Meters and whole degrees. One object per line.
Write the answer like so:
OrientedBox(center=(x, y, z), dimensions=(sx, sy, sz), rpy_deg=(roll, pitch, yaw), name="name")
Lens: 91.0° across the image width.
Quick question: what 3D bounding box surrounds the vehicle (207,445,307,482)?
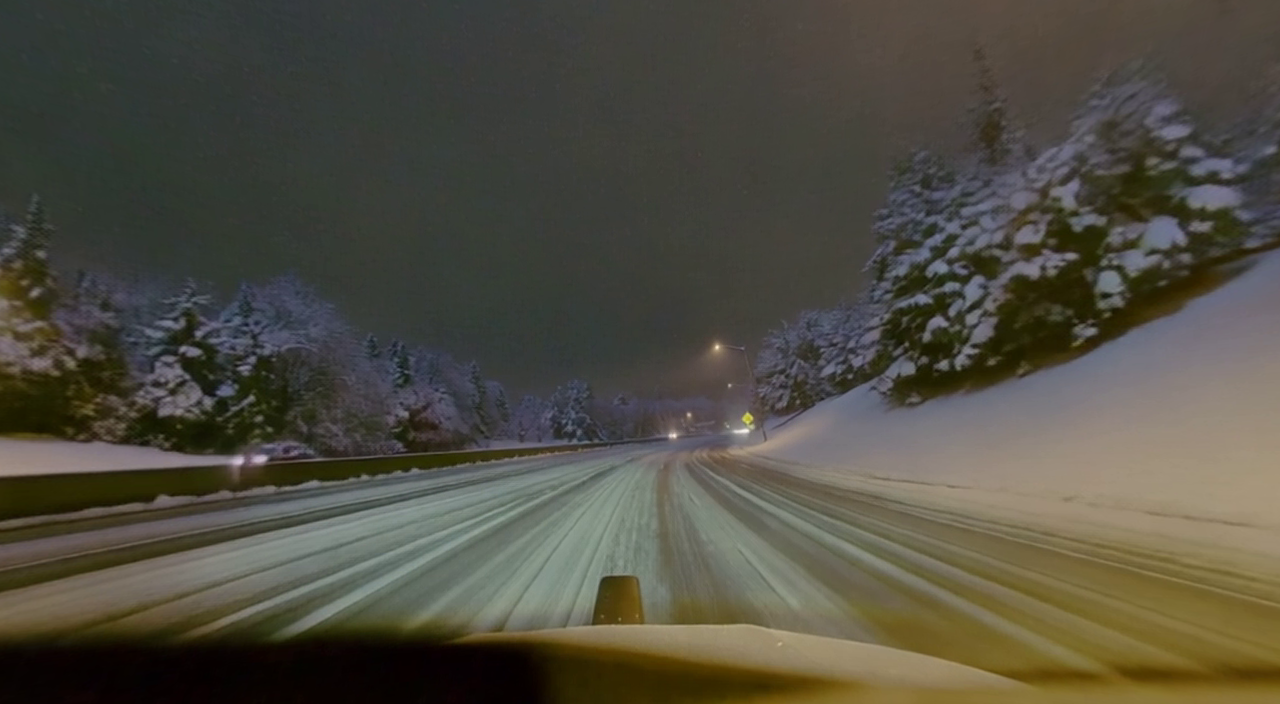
OrientedBox(center=(-21.318, 6.183, 35.358), dimensions=(2.282, 1.884, 4.847), rpy_deg=(-1, -9, 4), name="vehicle")
